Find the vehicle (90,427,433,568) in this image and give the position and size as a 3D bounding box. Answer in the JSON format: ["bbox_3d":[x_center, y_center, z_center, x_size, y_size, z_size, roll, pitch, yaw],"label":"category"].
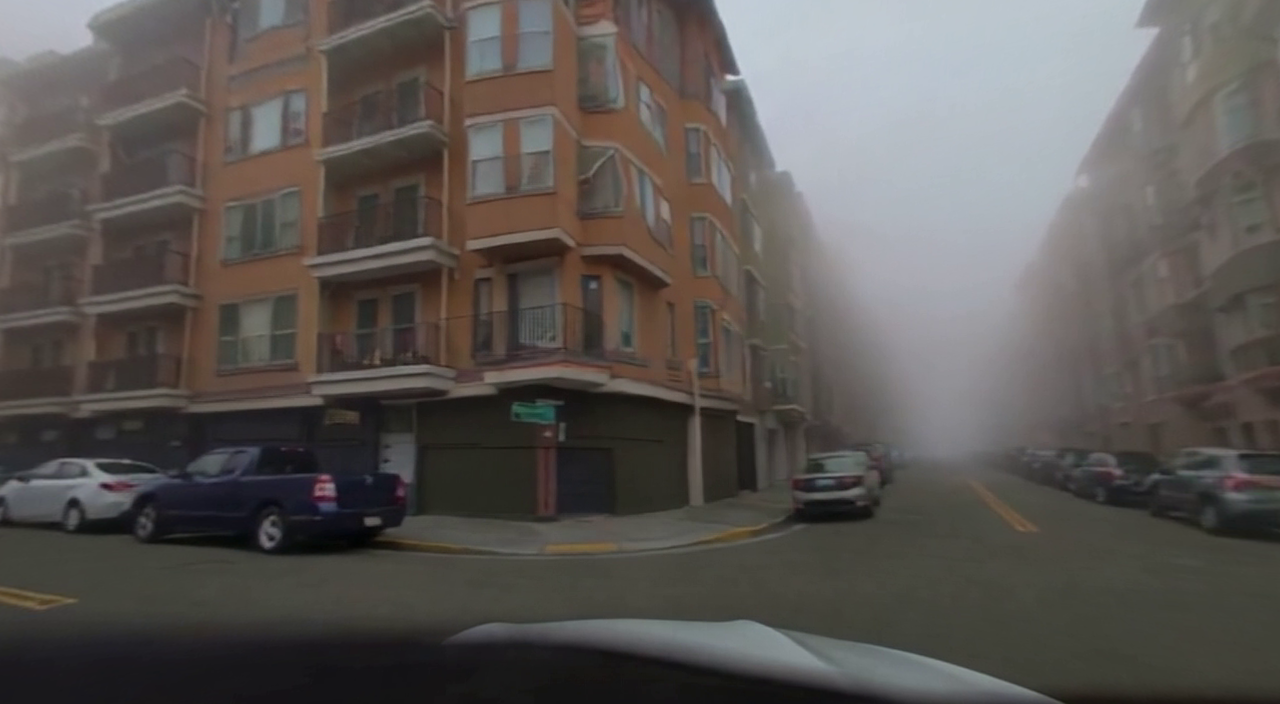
[{"bbox_3d":[-5.640,1.979,9.390,4.679,1.631,2.025,-4,-9,25],"label":"vehicle"}]

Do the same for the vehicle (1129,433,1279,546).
[{"bbox_3d":[9.843,2.183,10.348,1.868,1.544,3.869,-3,-10,24],"label":"vehicle"}]

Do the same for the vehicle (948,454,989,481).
[{"bbox_3d":[23.424,8.203,45.075,2.341,1.675,4.360,-4,-9,25],"label":"vehicle"}]

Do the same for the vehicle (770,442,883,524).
[{"bbox_3d":[4.105,2.672,13.509,1.882,1.459,3.518,-3,-8,23],"label":"vehicle"}]
